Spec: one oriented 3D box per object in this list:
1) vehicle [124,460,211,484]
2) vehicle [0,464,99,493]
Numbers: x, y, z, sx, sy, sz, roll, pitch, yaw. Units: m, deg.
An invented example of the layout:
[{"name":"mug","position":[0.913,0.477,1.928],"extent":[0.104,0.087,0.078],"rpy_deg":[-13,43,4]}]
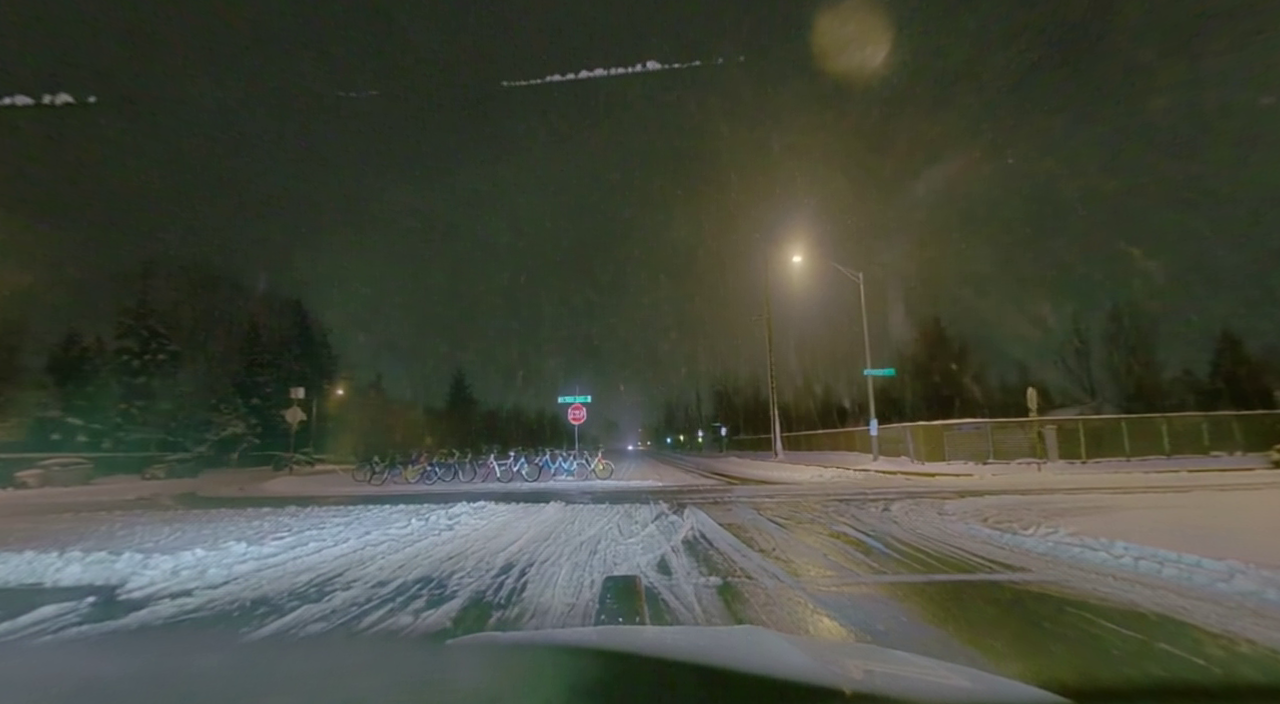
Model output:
[{"name":"vehicle","position":[-33.679,8.543,45.131],"extent":[4.569,1.558,1.903],"rpy_deg":[0,-9,-6]},{"name":"vehicle","position":[-34.130,7.232,36.338],"extent":[4.210,1.528,1.932],"rpy_deg":[0,-9,0]}]
